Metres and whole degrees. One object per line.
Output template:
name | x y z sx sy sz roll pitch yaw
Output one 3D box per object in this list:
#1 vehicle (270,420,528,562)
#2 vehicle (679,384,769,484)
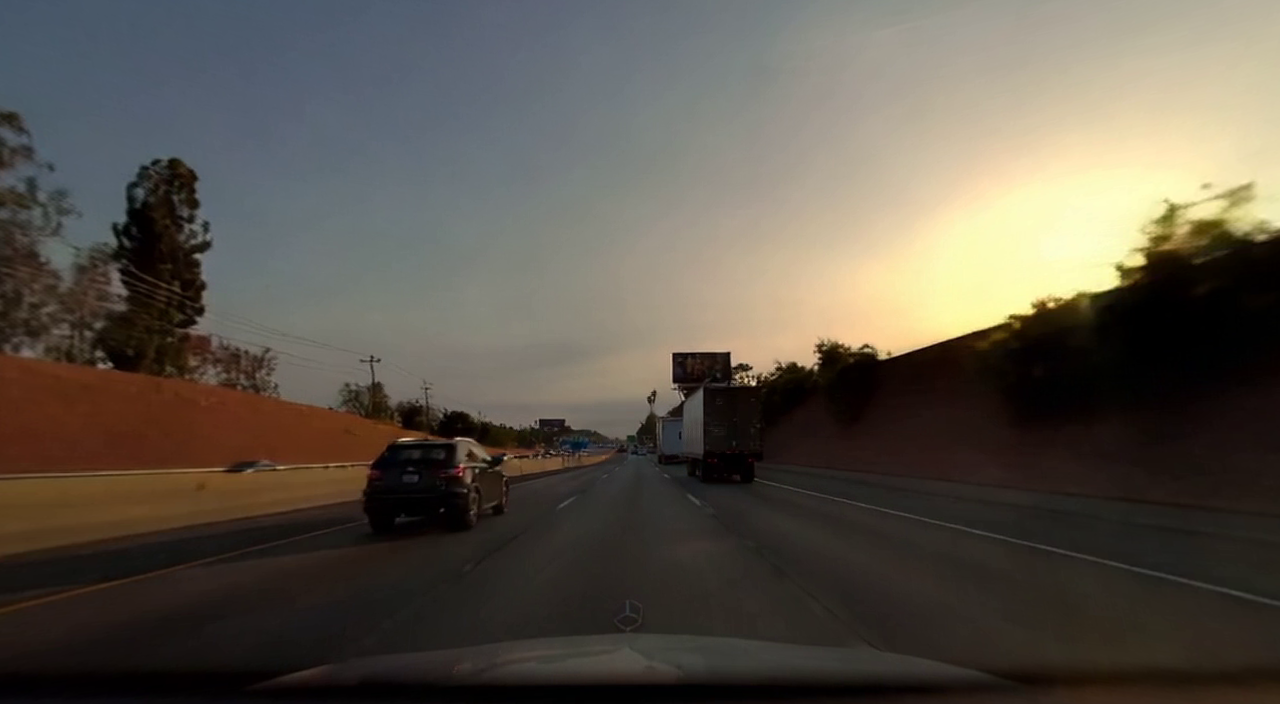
vehicle | -3.503 2.139 10.479 2.291 1.788 4.825 0 -9 1
vehicle | 4.046 4.603 34.143 2.826 4.269 14.176 0 -9 0
